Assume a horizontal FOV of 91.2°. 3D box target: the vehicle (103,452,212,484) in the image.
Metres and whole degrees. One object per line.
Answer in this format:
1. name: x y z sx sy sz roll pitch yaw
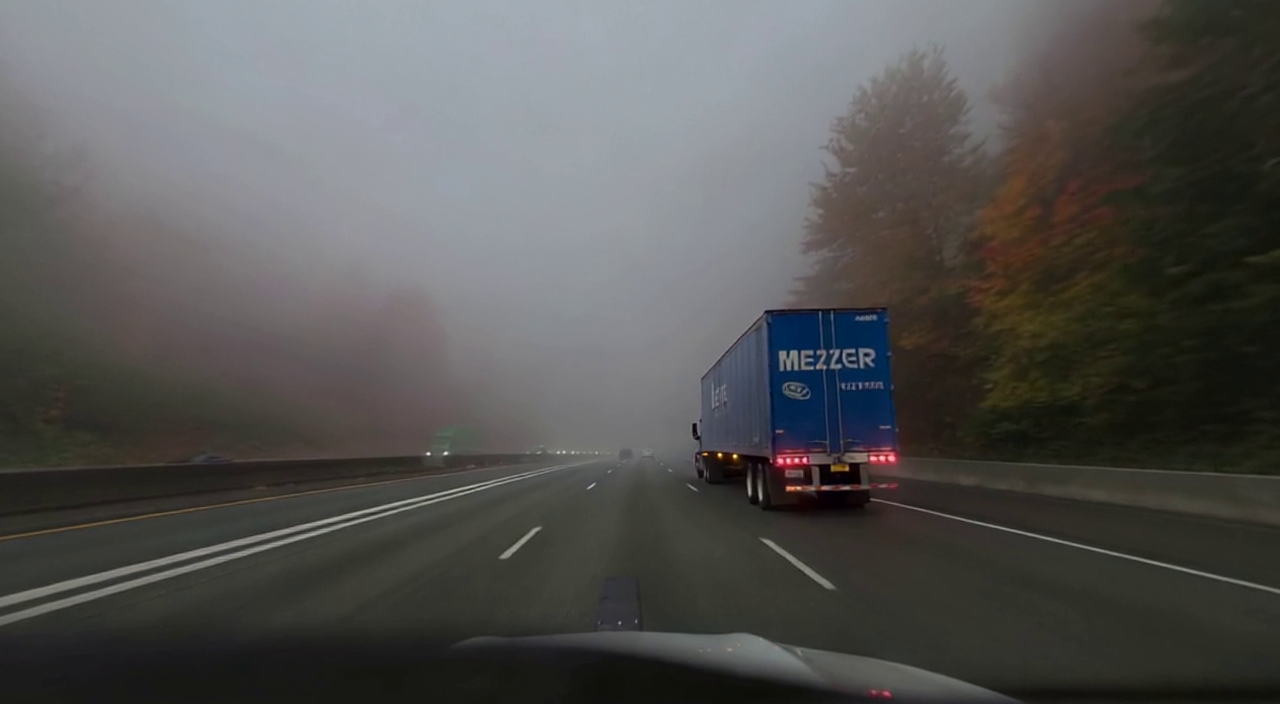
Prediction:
1. vehicle: -25.616 6.132 33.517 1.861 1.498 4.579 -3 -9 7

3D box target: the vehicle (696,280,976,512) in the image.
1. vehicle: 3.954 1.957 18.815 3.003 3.880 16.814 0 -9 0
